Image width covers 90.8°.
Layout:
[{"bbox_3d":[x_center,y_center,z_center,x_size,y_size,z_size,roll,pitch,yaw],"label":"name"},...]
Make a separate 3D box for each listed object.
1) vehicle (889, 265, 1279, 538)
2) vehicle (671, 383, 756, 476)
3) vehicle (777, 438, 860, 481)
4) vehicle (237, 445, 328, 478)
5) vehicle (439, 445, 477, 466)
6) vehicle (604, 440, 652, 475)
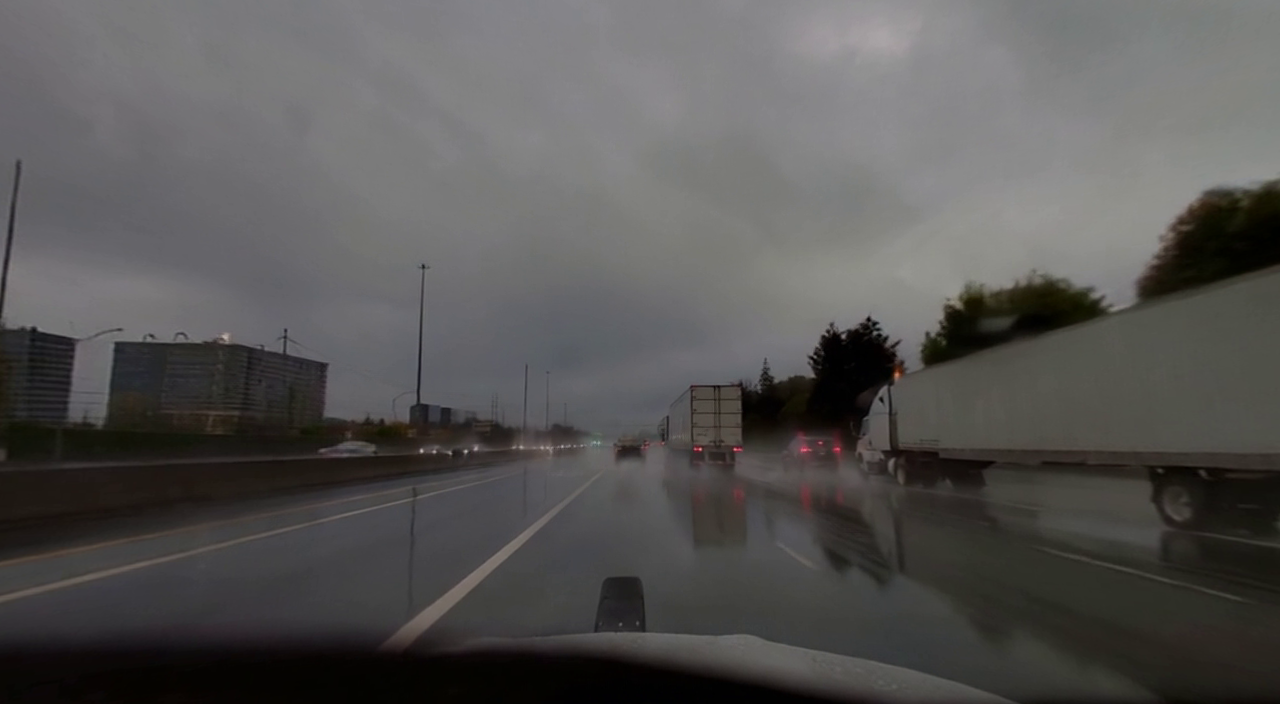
[{"bbox_3d":[11.308,1.712,15.995,2.898,4.171,17.188,0,-9,0],"label":"vehicle"},{"bbox_3d":[3.505,4.211,33.425,2.999,4.127,10.526,0,-9,-1],"label":"vehicle"},{"bbox_3d":[7.394,4.515,26.704,2.154,1.658,4.347,0,-9,-1],"label":"vehicle"},{"bbox_3d":[-16.969,5.202,30.257,1.806,1.426,4.349,0,-9,0],"label":"vehicle"},{"bbox_3d":[-12.936,7.352,44.989,1.595,1.414,3.486,0,-9,1],"label":"vehicle"},{"bbox_3d":[-0.565,5.086,30.628,2.163,1.551,4.180,0,-9,-1],"label":"vehicle"}]
